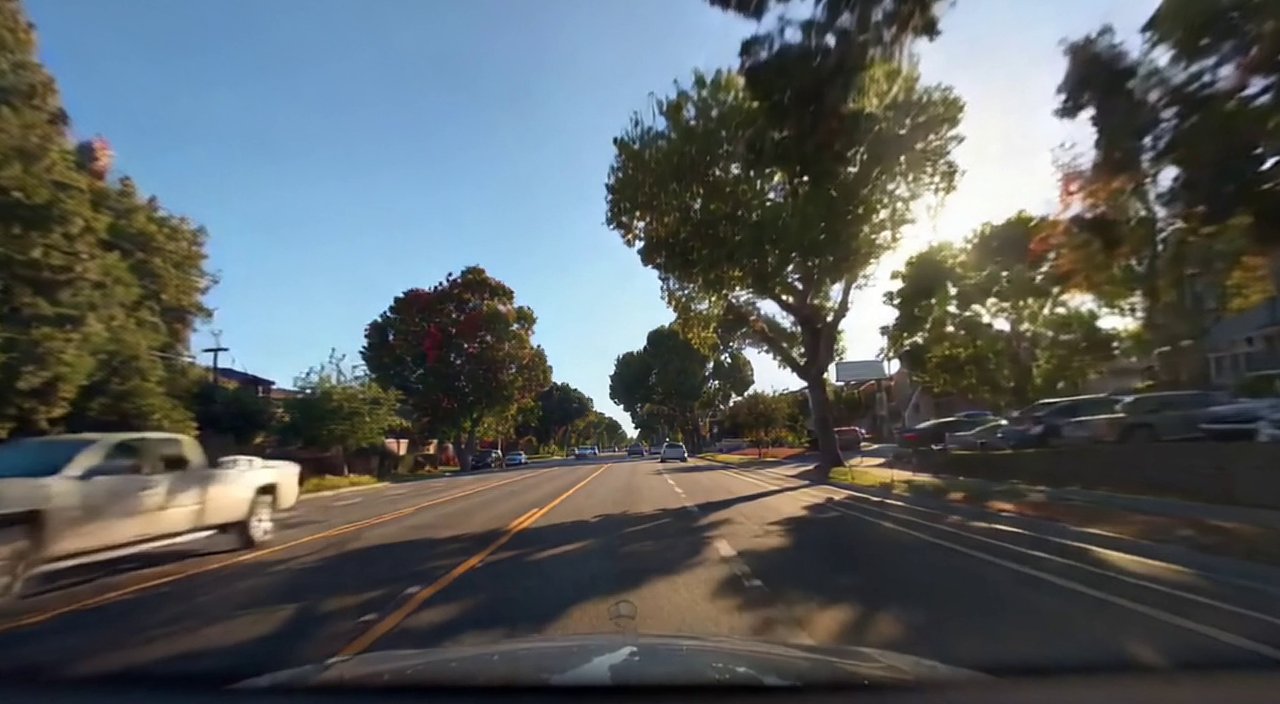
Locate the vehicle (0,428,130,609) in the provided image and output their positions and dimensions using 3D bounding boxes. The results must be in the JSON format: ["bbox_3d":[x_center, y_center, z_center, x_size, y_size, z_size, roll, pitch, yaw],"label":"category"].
[{"bbox_3d":[-6.926,1.410,4.952,1.944,1.655,4.607,0,-9,1],"label":"vehicle"}]

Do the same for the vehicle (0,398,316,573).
[{"bbox_3d":[-6.881,1.876,9.441,2.137,2.095,3.415,0,-9,1],"label":"vehicle"}]
